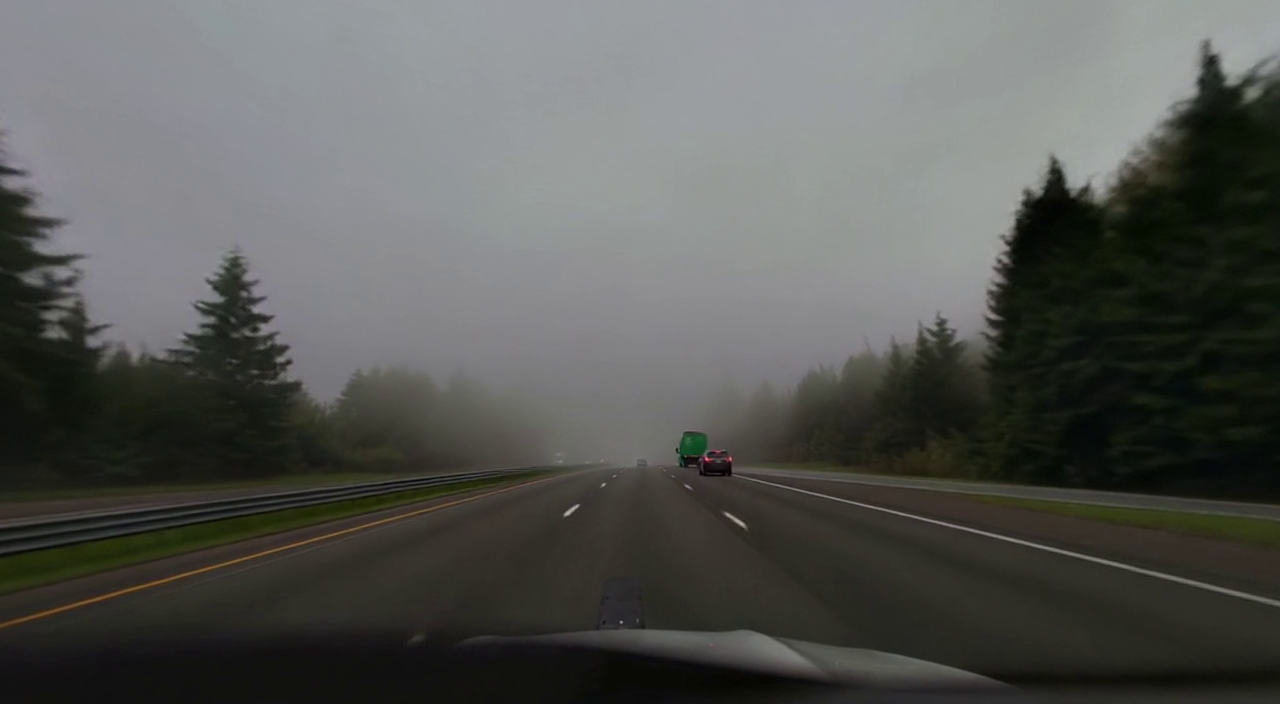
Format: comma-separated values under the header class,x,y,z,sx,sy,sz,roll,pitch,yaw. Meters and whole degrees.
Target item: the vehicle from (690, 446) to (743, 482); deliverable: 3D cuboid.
class,x,y,z,sx,sy,sz,roll,pitch,yaw
vehicle,3.599,5.368,30.435,2.019,1.601,3.953,0,-9,-1
